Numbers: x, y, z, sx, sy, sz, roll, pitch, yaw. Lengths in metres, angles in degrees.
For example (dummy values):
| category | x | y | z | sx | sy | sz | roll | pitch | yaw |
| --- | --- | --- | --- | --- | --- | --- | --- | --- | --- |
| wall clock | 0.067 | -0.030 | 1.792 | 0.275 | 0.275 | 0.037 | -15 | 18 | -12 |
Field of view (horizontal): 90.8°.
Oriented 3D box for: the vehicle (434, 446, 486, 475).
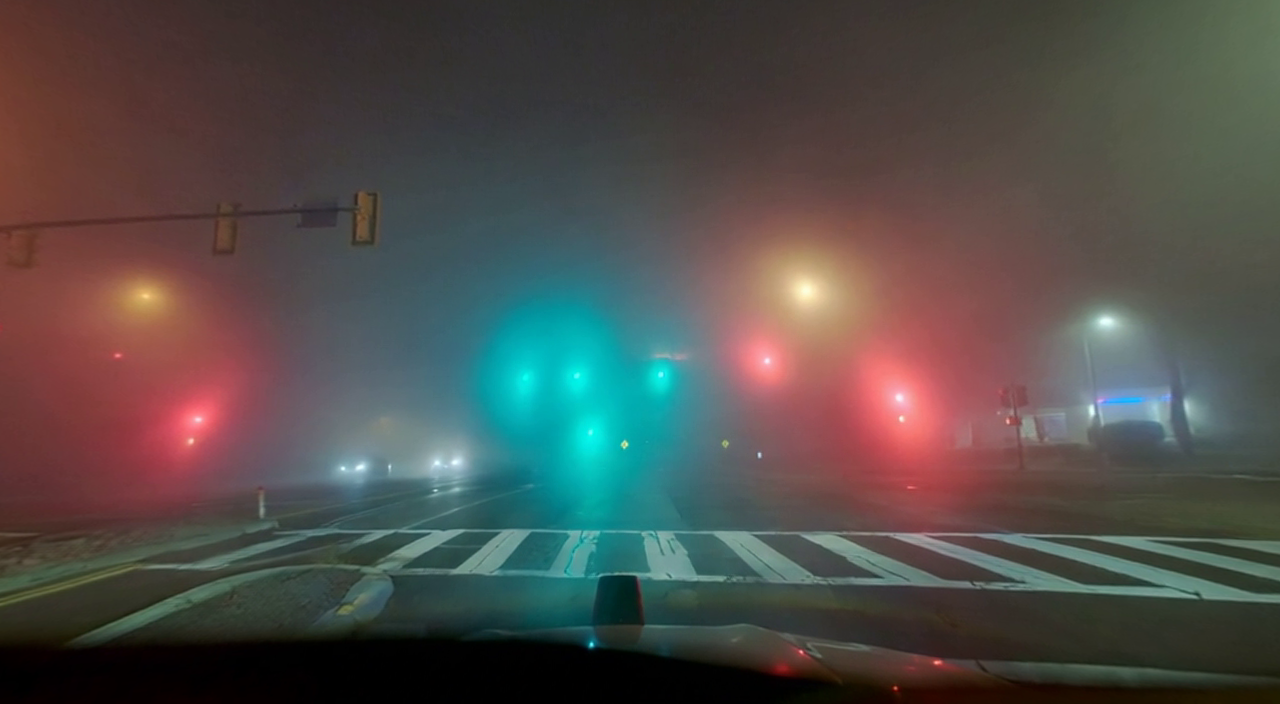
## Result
| category | x | y | z | sx | sy | sz | roll | pitch | yaw |
| --- | --- | --- | --- | --- | --- | --- | --- | --- | --- |
| vehicle | -12.204 | 7.392 | 43.235 | 2.151 | 1.847 | 4.634 | 0 | -9 | 1 |

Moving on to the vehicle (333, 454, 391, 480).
| category | x | y | z | sx | sy | sz | roll | pitch | yaw |
| --- | --- | --- | --- | --- | --- | --- | --- | --- | --- |
| vehicle | -18.846 | 7.787 | 43.058 | 1.933 | 1.664 | 4.255 | 0 | -9 | 1 |
